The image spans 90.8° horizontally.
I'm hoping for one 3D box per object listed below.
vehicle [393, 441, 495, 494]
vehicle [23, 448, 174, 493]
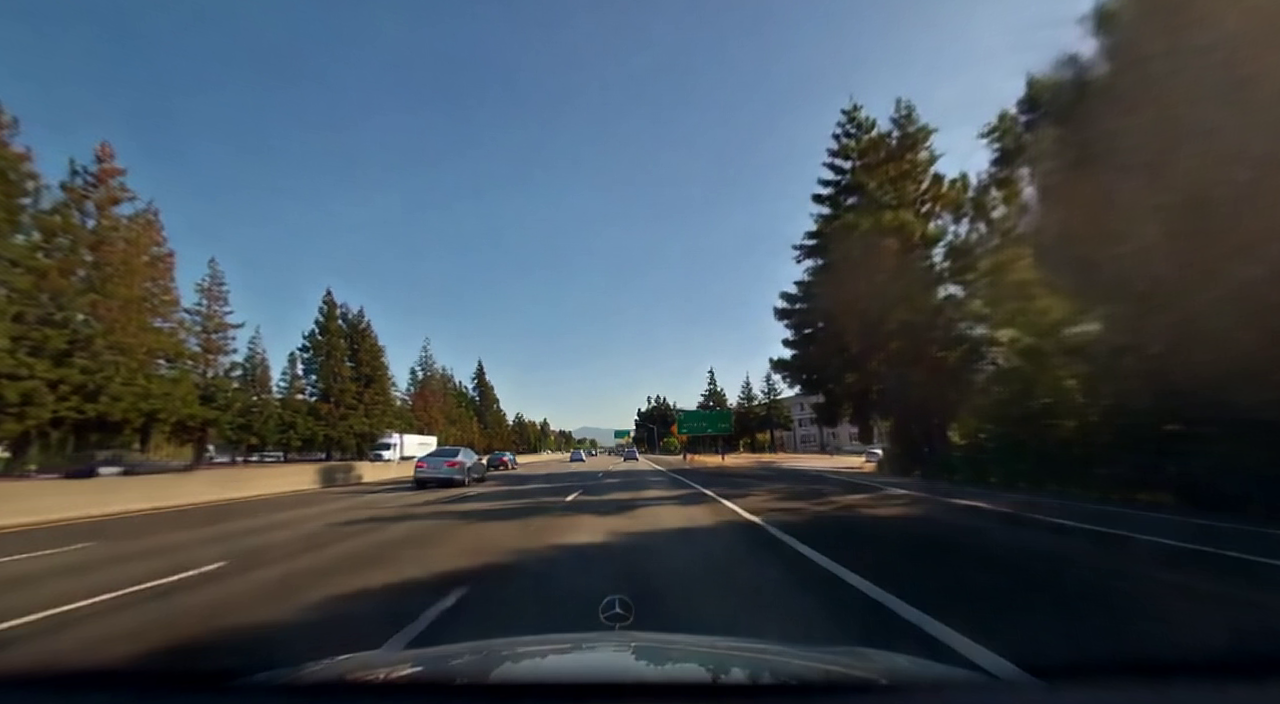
[{"bbox_3d":[-6.716,3.998,22.247,2.016,1.606,4.806,0,-9,0],"label":"vehicle"},{"bbox_3d":[-22.437,4.885,26.500,2.100,1.681,4.761,0,-9,-1],"label":"vehicle"}]
